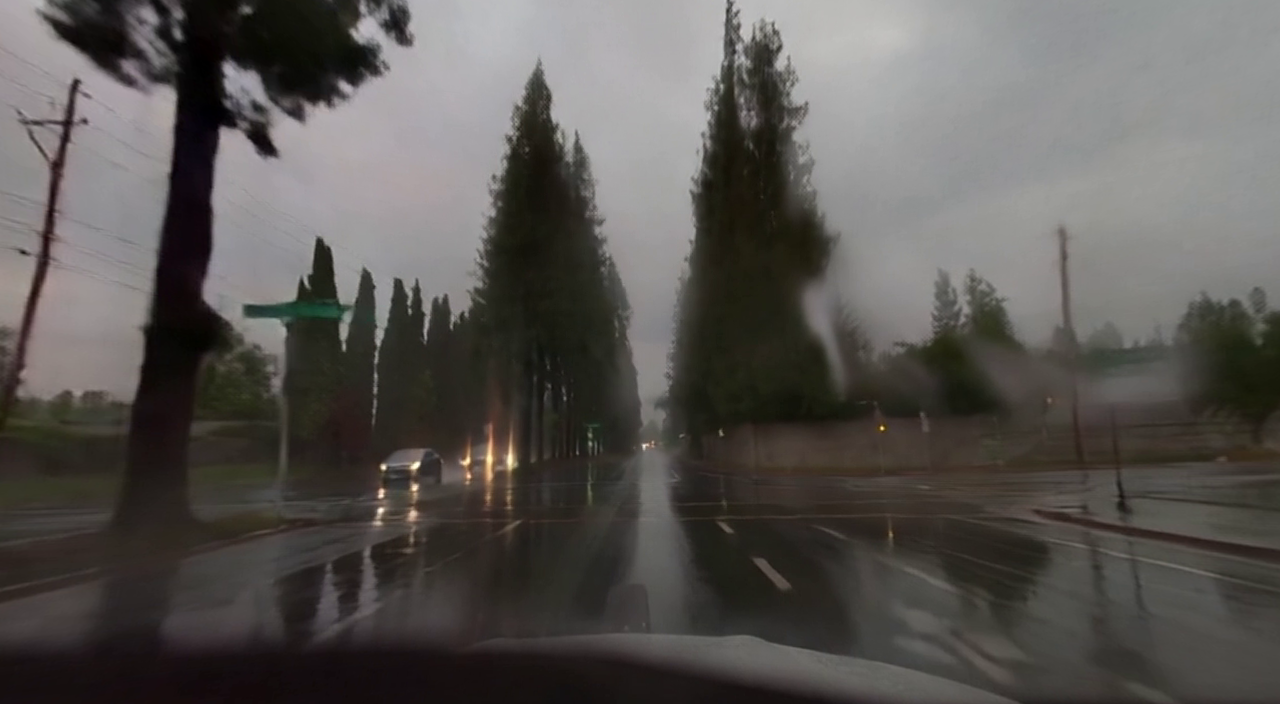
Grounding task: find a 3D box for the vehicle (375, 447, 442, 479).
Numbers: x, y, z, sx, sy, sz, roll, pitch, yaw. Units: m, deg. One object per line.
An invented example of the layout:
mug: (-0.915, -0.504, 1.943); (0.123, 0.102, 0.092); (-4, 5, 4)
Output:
vehicle: (-13.435, 6.456, 36.903); (2.035, 1.693, 4.625); (0, -8, 1)
